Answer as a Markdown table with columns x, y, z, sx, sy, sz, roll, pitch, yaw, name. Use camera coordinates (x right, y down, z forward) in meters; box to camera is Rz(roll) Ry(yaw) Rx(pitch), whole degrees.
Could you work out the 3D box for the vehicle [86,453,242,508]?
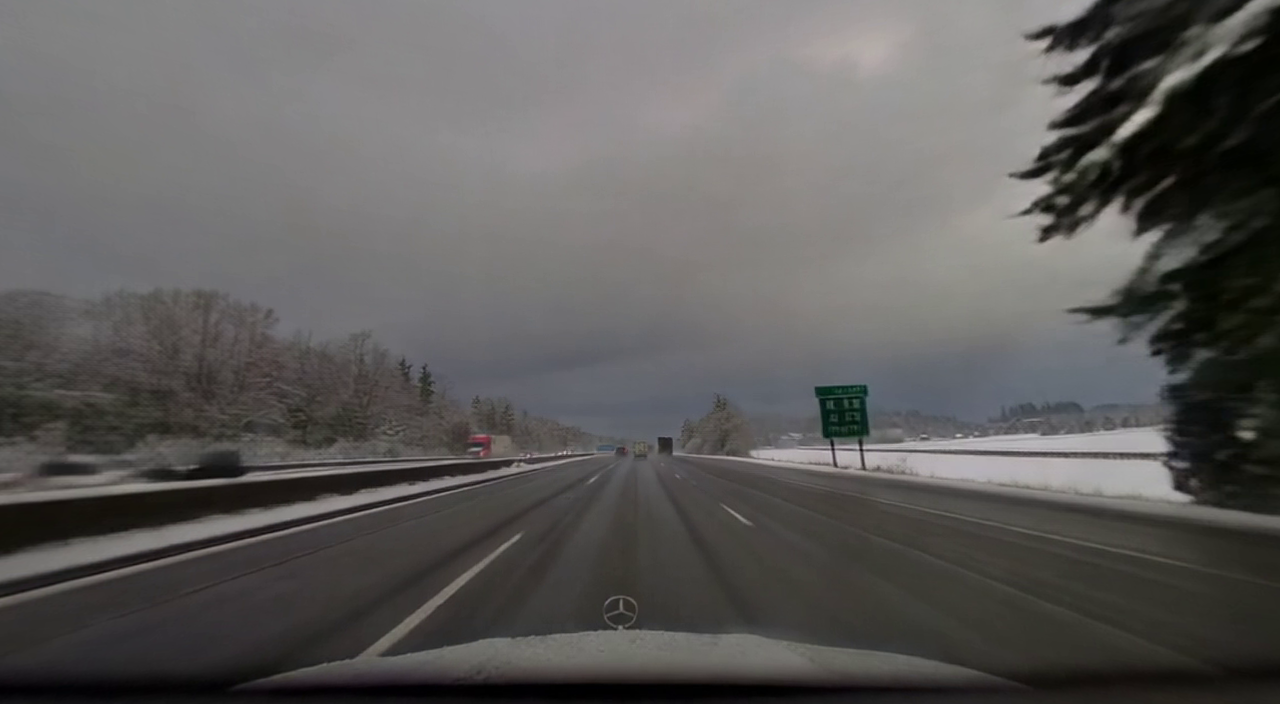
| x | y | z | sx | sy | sz | roll | pitch | yaw | name |
| --- | --- | --- | --- | --- | --- | --- | --- | --- | --- |
| -15.670 | 4.213 | 21.057 | 1.828 | 1.570 | 4.326 | 0 | -9 | -1 | vehicle |
